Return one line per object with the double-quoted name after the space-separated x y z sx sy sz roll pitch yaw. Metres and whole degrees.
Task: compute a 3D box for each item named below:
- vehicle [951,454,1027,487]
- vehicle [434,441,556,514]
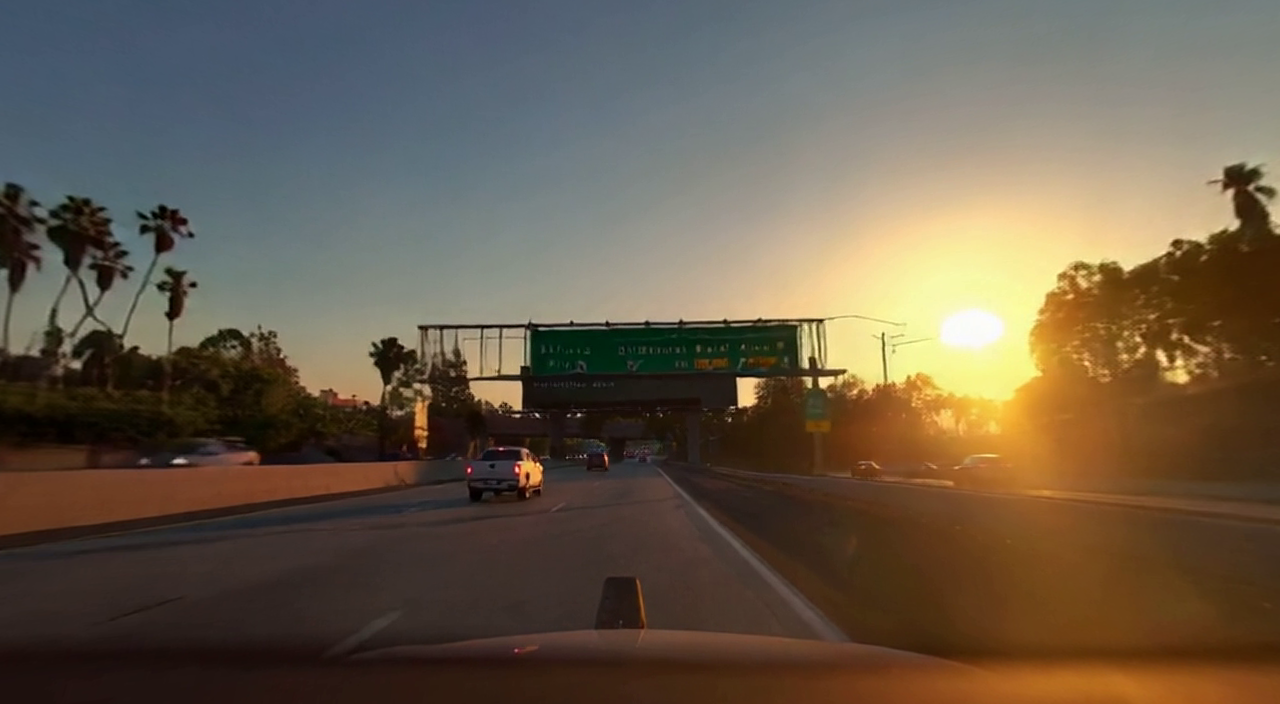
21.182 7.194 38.514 2.033 1.794 5.116 -1 -9 5 "vehicle"
-3.825 3.406 17.654 2.162 1.747 4.791 0 -9 1 "vehicle"
